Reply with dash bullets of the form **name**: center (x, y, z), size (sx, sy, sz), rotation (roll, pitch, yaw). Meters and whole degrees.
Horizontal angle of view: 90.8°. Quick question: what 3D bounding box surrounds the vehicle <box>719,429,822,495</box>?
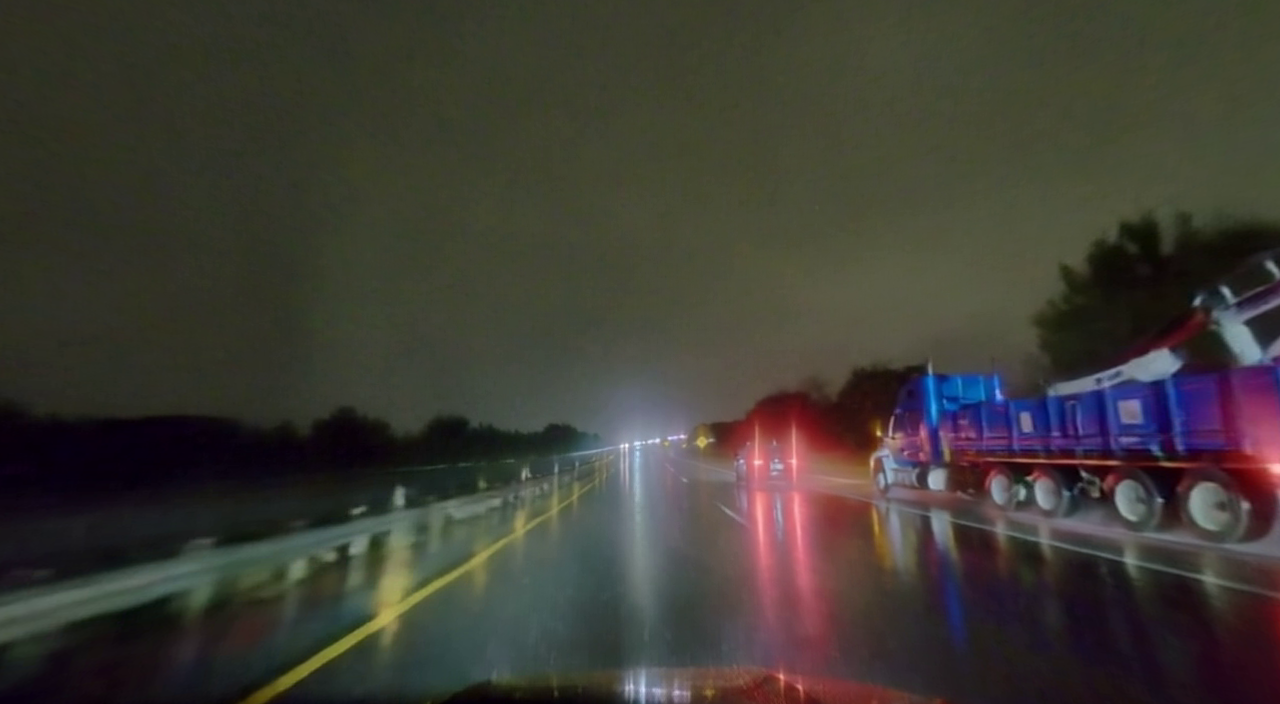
- **vehicle**: center (4.336, 3.782, 21.995), size (2.309, 2.003, 5.139), rotation (0, -9, -2)
